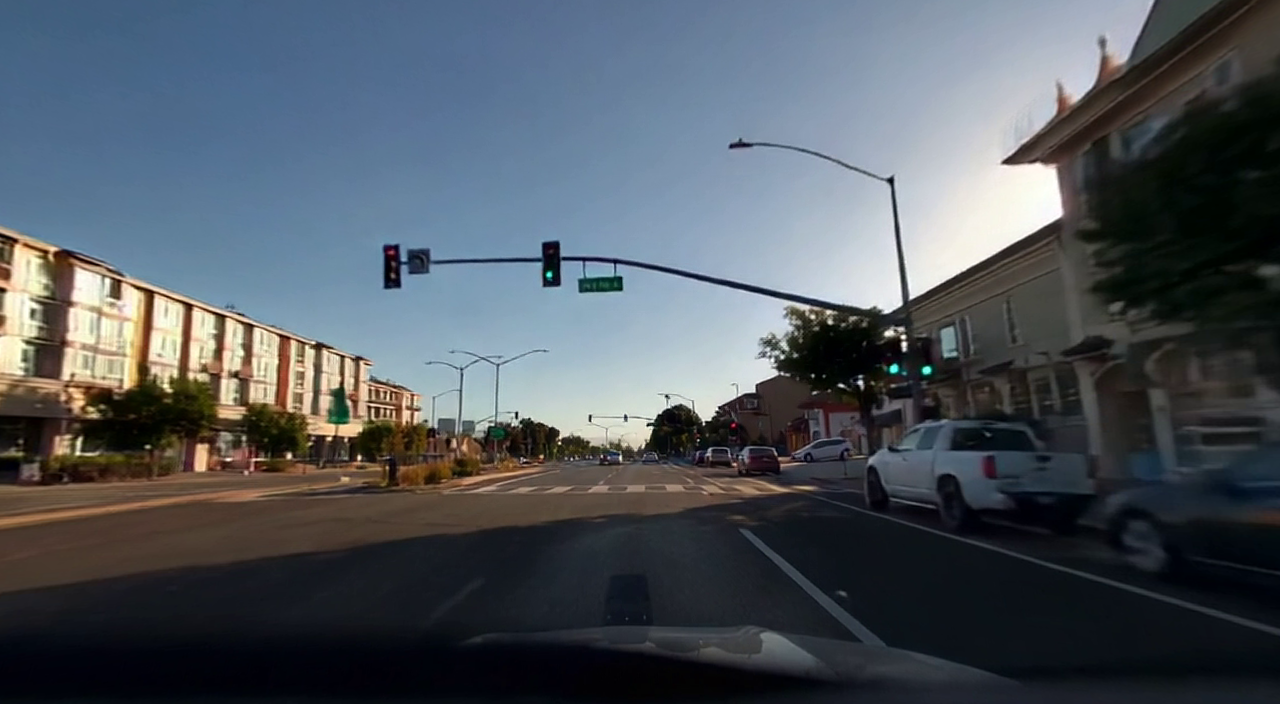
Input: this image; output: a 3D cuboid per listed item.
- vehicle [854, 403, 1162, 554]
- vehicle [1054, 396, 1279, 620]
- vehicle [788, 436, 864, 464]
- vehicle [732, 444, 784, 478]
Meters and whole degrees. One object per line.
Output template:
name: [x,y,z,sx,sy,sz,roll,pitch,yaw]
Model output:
vehicle: [5.870,2.083,11.189,2.182,2.019,5.247,0,-8,-1]
vehicle: [5.717,1.149,4.589,1.845,1.664,5.285,0,-8,0]
vehicle: [12.890,6.833,43.899,4.571,1.827,2.260,1,-9,-1]
vehicle: [6.110,5.660,33.011,1.955,1.679,3.890,0,-8,0]
